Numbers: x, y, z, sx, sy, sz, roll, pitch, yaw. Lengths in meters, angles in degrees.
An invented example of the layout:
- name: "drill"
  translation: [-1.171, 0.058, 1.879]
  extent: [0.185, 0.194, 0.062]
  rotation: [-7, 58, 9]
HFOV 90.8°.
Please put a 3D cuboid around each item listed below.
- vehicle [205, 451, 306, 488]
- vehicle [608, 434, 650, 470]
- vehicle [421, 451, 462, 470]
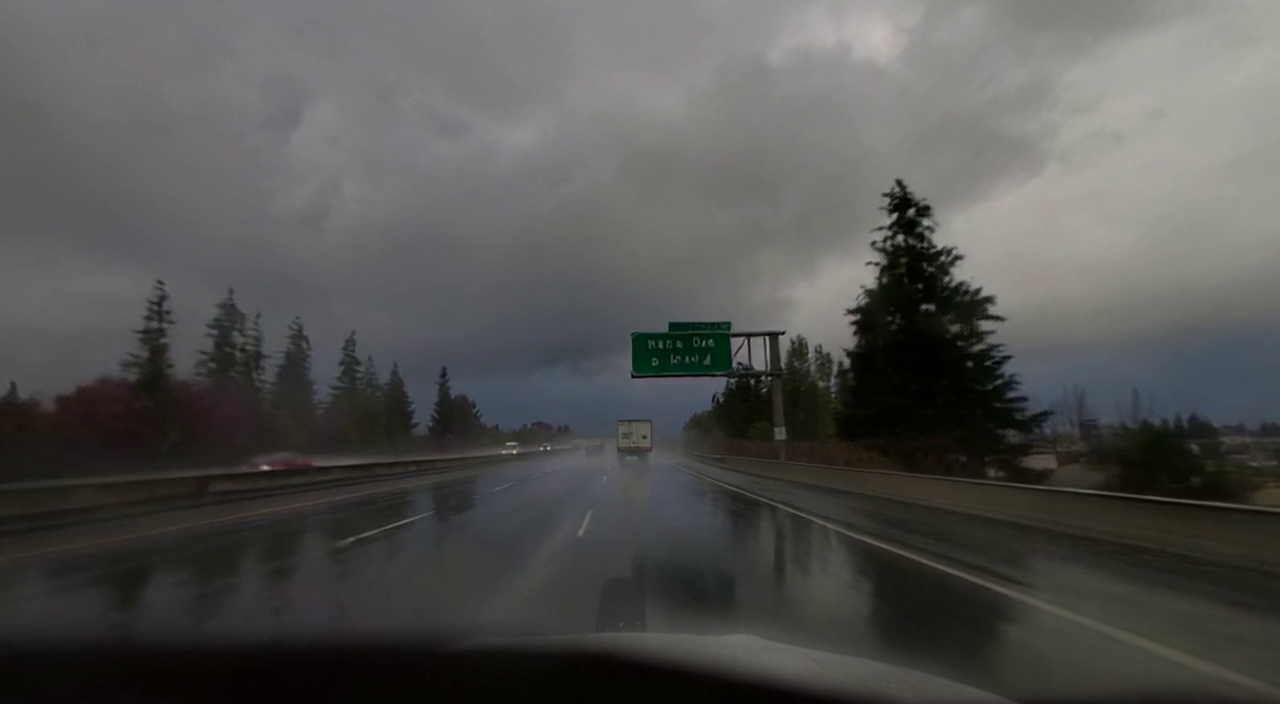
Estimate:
- name: "vehicle"
  translation: [-16.558, 5.043, 27.433]
  extent: [1.939, 1.451, 3.927]
  rotation: [0, -9, -1]
- name: "vehicle"
  translation: [-0.703, 5.688, 36.045]
  extent: [2.139, 1.925, 4.312]
  rotation: [0, -9, -5]
- name: "vehicle"
  translation: [-14.498, 7.934, 46.332]
  extent: [1.849, 1.349, 3.837]
  rotation: [0, -9, -2]
